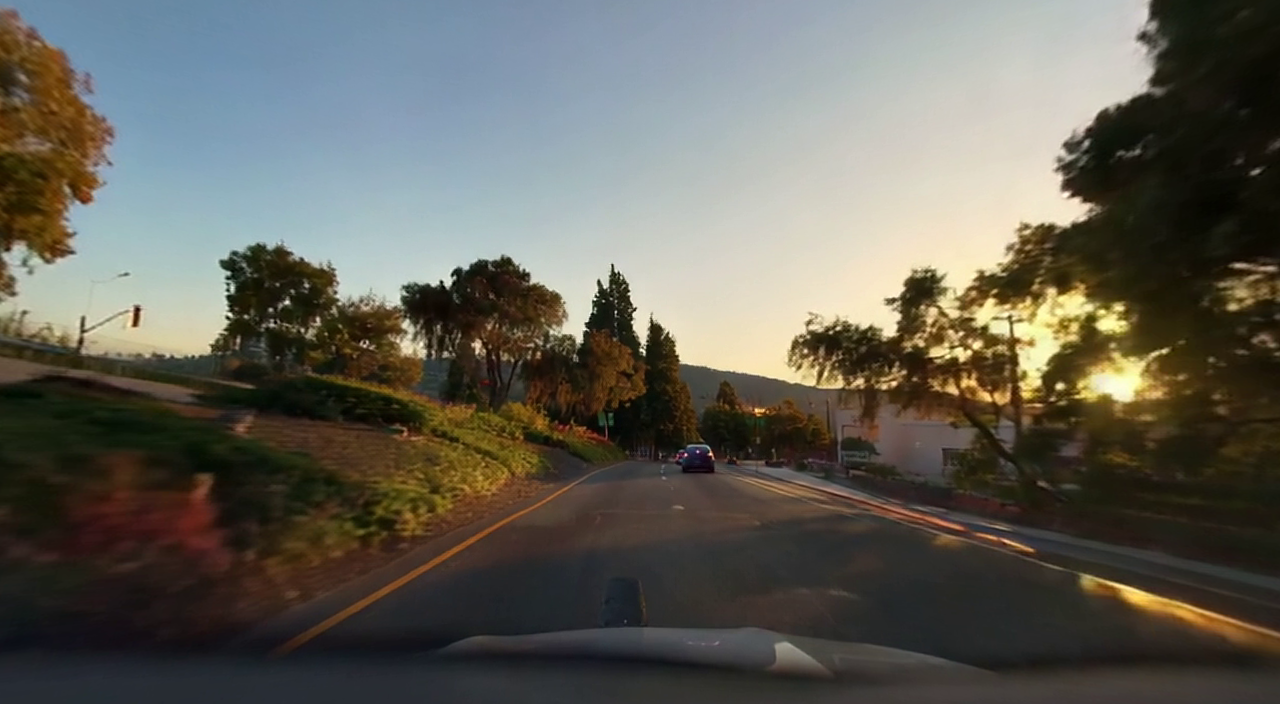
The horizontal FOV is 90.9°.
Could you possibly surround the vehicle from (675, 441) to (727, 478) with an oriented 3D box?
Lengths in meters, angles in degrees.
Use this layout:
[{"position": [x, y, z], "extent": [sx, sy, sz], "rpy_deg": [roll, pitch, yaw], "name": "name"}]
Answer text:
[{"position": [2.638, 4.737, 28.235], "extent": [1.956, 1.473, 4.640], "rpy_deg": [1, -8, 1], "name": "vehicle"}]
